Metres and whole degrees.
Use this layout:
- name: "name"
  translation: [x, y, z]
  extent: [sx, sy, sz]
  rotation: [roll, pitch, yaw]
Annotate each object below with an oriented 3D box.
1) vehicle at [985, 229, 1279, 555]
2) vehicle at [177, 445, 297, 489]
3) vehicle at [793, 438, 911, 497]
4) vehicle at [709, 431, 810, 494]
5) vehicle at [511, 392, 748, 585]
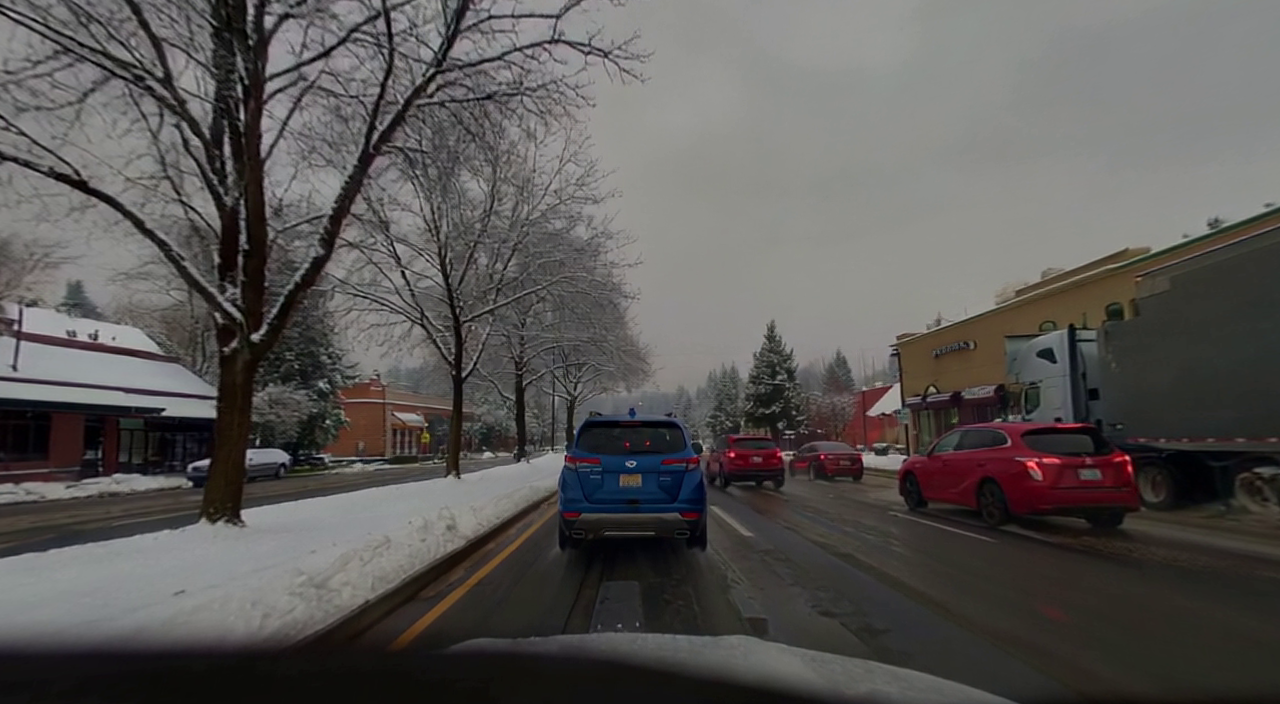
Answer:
- name: "vehicle"
  translation: [9.978, 0.269, 6.670]
  extent: [2.879, 4.284, 17.334]
  rotation: [0, -9, 0]
- name: "vehicle"
  translation: [-19.307, 5.503, 30.658]
  extent: [2.302, 1.939, 5.221]
  rotation: [0, -9, 1]
- name: "vehicle"
  translation: [6.227, 3.433, 19.220]
  extent: [2.035, 1.553, 4.465]
  rotation: [0, -9, 0]
- name: "vehicle"
  translation: [3.407, 3.274, 19.005]
  extent: [2.123, 1.648, 4.547]
  rotation: [0, -9, 0]
- name: "vehicle"
  translation: [-0.135, 1.655, 8.384]
  extent: [2.320, 1.880, 4.192]
  rotation: [0, -9, -1]
